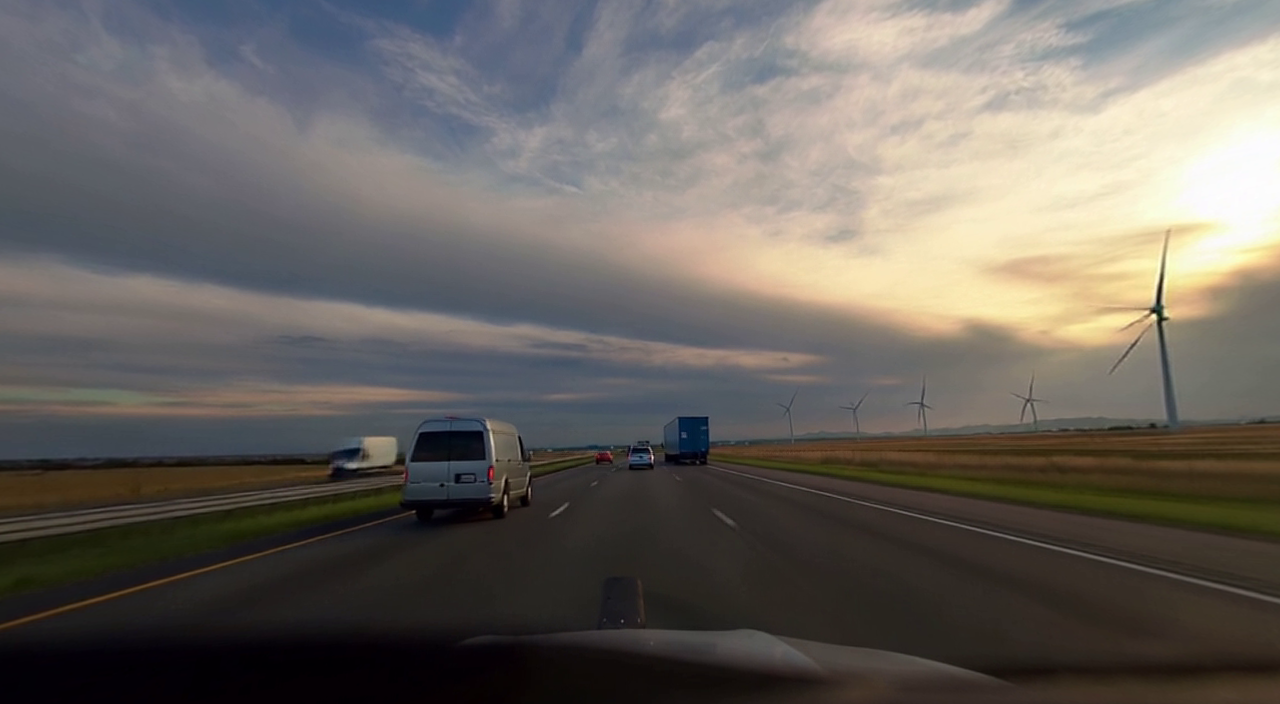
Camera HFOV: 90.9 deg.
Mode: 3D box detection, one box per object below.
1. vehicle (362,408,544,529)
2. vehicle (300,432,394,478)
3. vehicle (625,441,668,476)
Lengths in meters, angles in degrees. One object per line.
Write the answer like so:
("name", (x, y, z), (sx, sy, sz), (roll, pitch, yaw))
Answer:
("vehicle", (-3.452, 2.285, 12.822), (2.238, 1.984, 4.650), (0, -9, 0))
("vehicle", (-19.019, 6.739, 41.432), (2.615, 2.762, 7.117), (0, -9, 1))
("vehicle", (0.325, 5.495, 32.631), (2.083, 1.689, 4.083), (0, -9, 0))
